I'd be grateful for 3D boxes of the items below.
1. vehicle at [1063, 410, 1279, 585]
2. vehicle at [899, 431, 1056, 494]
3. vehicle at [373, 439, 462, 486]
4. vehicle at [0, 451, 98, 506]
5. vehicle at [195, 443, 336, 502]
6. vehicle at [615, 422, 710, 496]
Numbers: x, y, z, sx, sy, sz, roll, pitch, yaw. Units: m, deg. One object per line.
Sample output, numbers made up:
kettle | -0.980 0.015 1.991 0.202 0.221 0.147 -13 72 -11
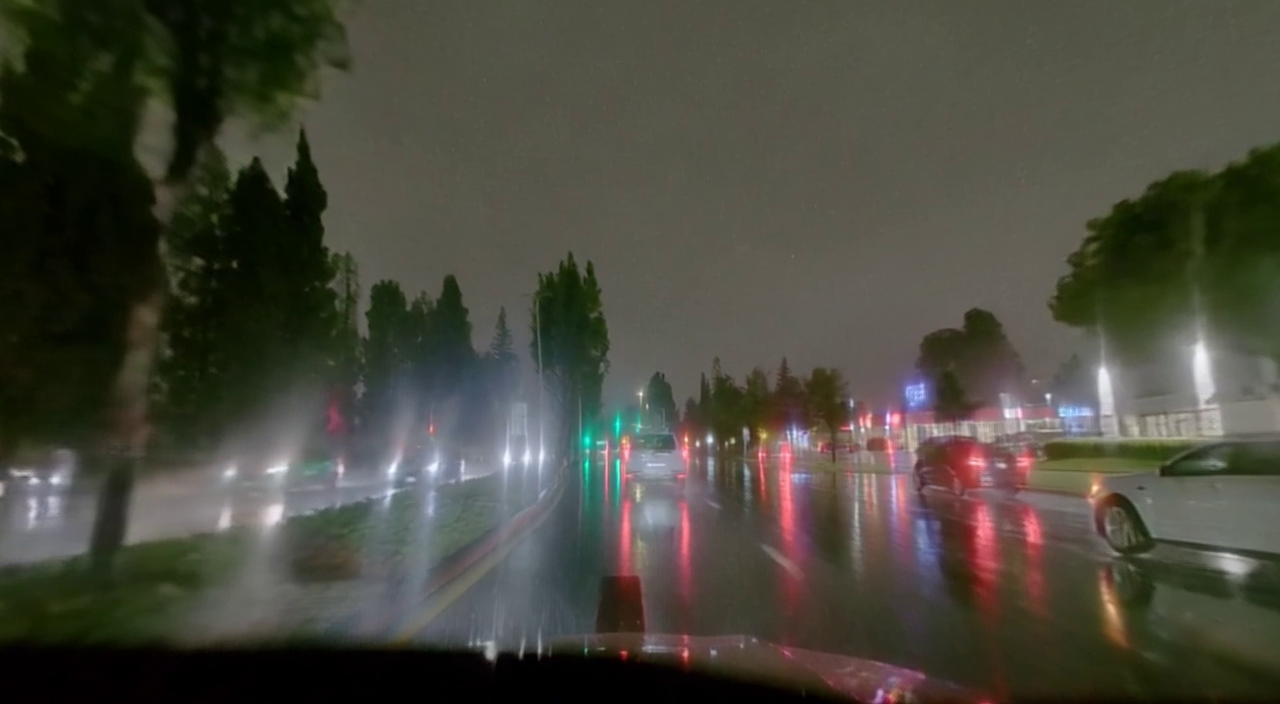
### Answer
vehicle | 6.477 1.314 5.895 1.994 1.488 4.313 0 -8 -1
vehicle | 9.155 3.027 17.651 1.894 1.517 4.419 0 -8 -1
vehicle | -9.271 4.625 26.758 2.104 1.778 4.520 0 -8 0
vehicle | -25.213 4.987 25.252 5.966 1.957 2.305 -3 -9 16
vehicle | -12.271 3.936 21.142 2.054 1.749 4.443 0 -8 -1
vehicle | 0.474 3.085 18.618 2.300 1.870 4.936 0 -8 -4
